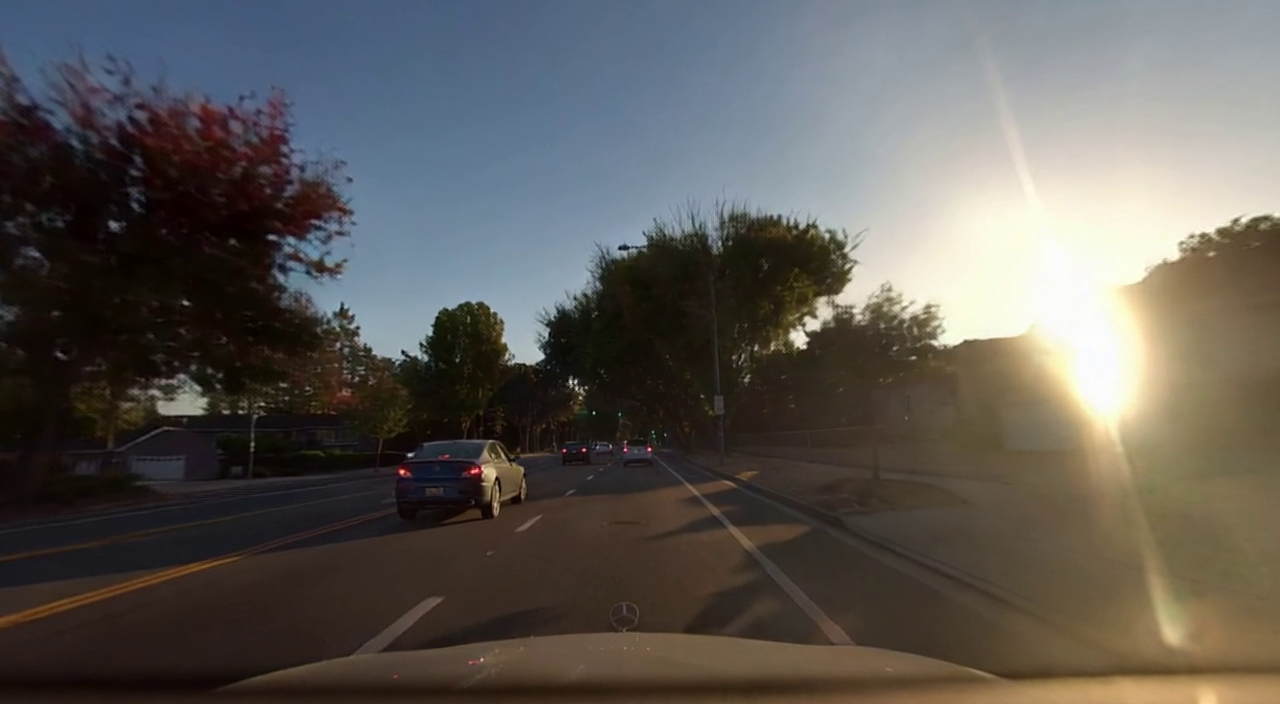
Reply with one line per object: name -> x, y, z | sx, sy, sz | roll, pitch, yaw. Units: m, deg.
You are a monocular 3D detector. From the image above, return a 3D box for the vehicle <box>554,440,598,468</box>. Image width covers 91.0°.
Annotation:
vehicle -> -3.617, 5.880, 36.490 | 2.114, 1.500, 3.912 | 0, -8, 0

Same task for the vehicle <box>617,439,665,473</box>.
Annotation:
vehicle -> 0.040, 4.815, 29.443 | 2.065, 1.456, 4.099 | 0, -8, 0

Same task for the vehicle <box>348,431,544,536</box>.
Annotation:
vehicle -> -3.075, 2.188, 11.122 | 2.030, 1.467, 4.403 | 0, -8, 0
